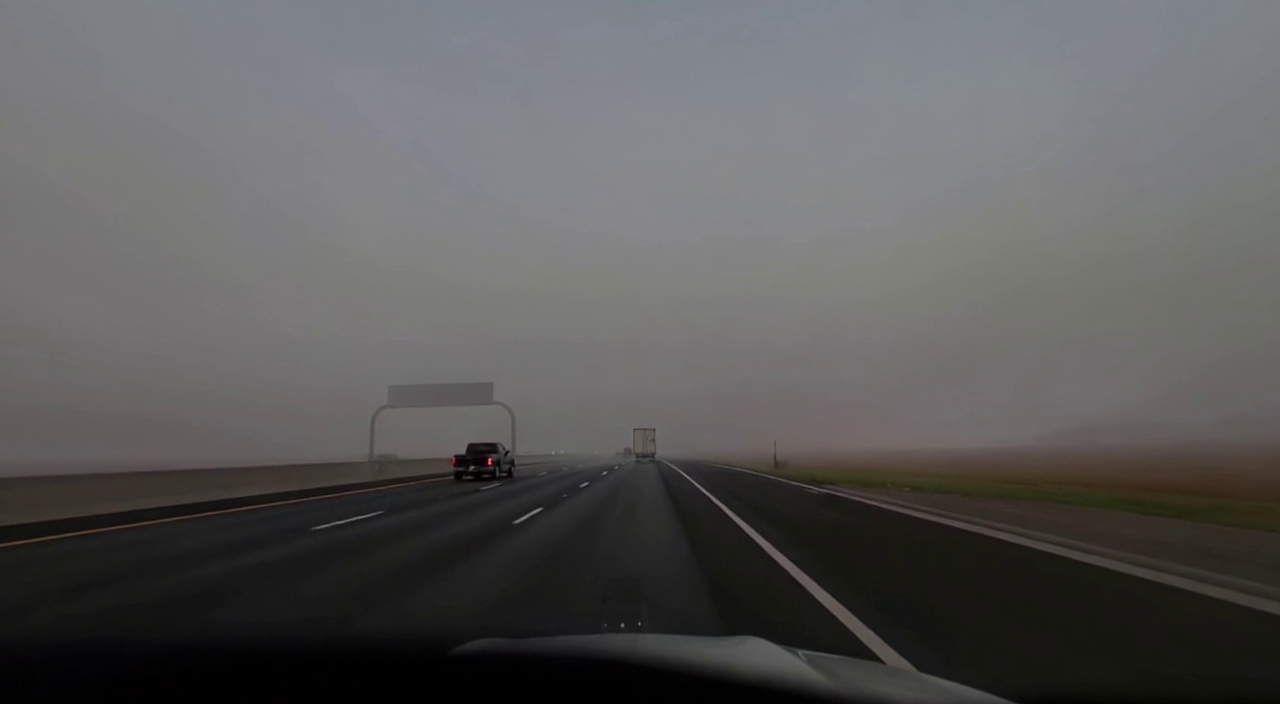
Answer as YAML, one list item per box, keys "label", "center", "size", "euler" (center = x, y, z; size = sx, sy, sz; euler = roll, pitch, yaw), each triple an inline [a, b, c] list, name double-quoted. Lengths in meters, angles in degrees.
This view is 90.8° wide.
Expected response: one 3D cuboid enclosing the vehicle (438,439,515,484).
- label: "vehicle"
  center: [-7.182, 4.873, 28.301]
  size: [2.052, 1.817, 4.744]
  euler: [0, -9, 1]
